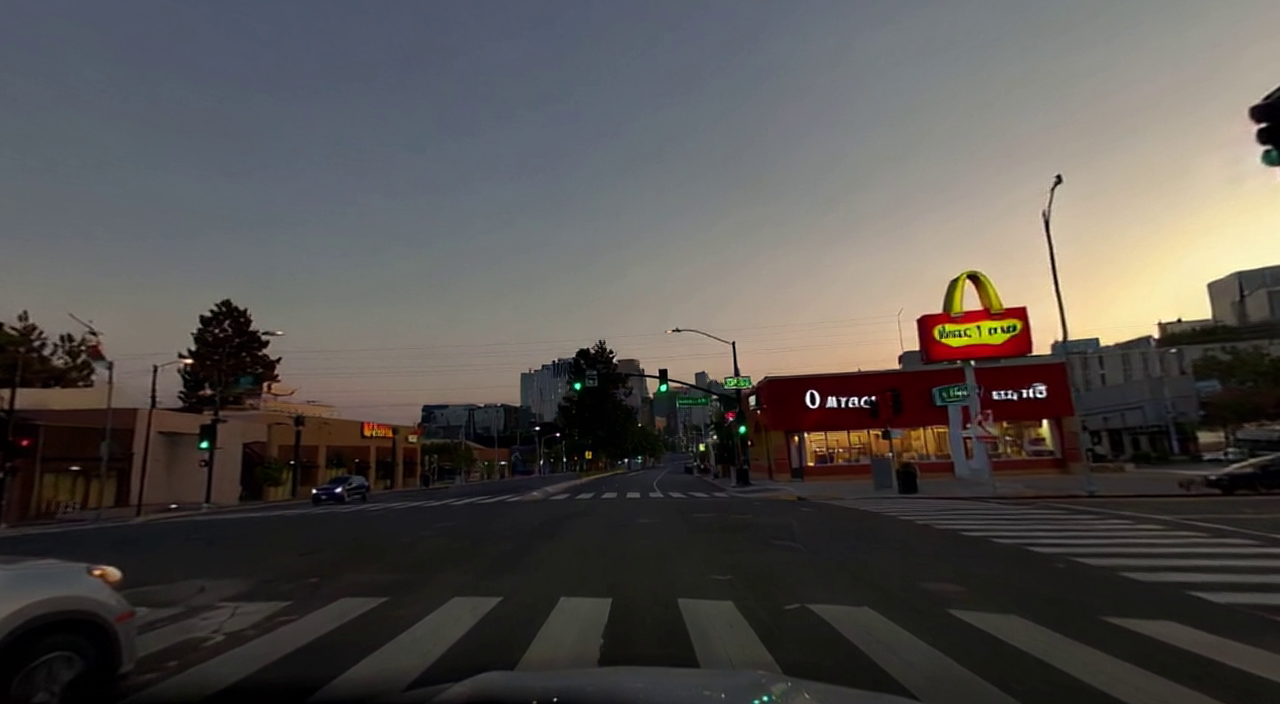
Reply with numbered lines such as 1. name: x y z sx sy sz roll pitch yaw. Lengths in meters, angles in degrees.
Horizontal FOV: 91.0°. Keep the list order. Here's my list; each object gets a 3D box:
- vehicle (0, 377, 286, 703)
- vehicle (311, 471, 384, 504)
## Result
1. vehicle: -3.327 0.827 1.605 2.081 1.644 4.523 0 -9 2
2. vehicle: -15.871 7.346 34.378 1.931 1.471 4.152 0 -9 1
